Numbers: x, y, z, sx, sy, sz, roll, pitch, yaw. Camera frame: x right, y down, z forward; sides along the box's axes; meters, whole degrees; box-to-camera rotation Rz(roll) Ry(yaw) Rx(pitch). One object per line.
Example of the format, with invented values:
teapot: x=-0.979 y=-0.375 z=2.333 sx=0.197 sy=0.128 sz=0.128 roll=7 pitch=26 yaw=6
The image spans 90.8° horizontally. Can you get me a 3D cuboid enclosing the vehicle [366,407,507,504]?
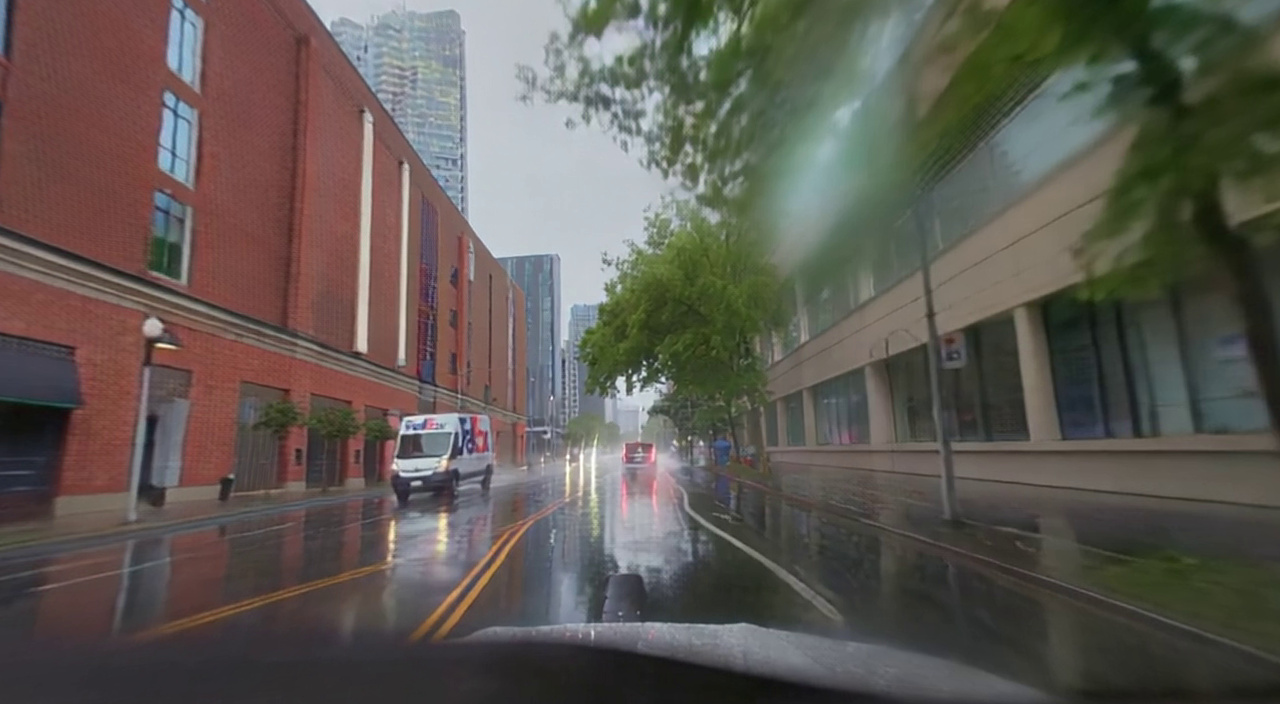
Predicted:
vehicle: x=-7.240 y=3.847 z=23.765 sx=2.754 sy=3.065 sz=7.103 roll=0 pitch=-9 yaw=1

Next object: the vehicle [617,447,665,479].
vehicle: x=0.106 y=5.871 z=33.682 sx=2.356 sy=1.572 sz=4.810 roll=0 pitch=-9 yaw=1
